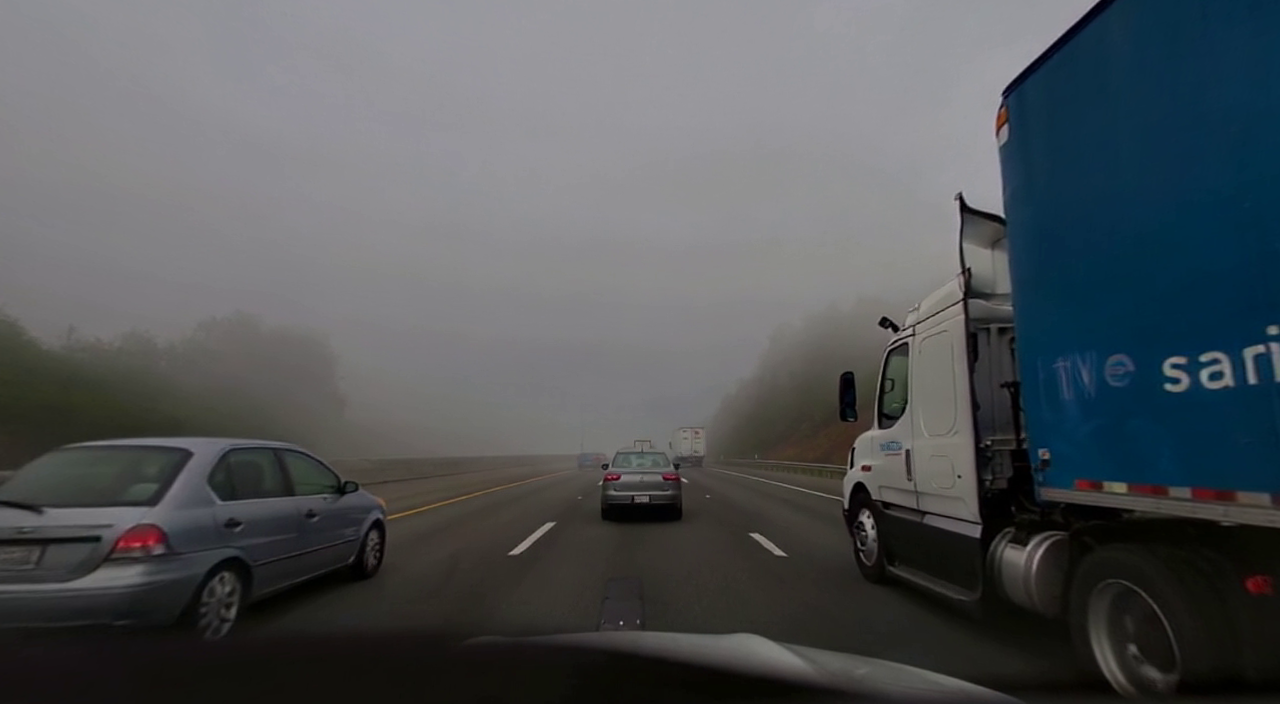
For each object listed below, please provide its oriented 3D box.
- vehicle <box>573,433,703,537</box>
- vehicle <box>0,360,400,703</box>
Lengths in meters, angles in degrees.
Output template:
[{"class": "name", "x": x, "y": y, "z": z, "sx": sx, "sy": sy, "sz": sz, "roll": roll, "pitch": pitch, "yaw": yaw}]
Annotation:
[{"class": "vehicle", "x": -0.046, "y": 2.317, "z": 11.434, "sx": 1.973, "sy": 1.574, "sz": 3.426, "roll": 0, "pitch": -9, "yaw": -1}, {"class": "vehicle", "x": -3.473, "y": 1.136, "z": 4.084, "sx": 1.985, "sy": 1.671, "sz": 4.604, "roll": 0, "pitch": -9, "yaw": 0}]
